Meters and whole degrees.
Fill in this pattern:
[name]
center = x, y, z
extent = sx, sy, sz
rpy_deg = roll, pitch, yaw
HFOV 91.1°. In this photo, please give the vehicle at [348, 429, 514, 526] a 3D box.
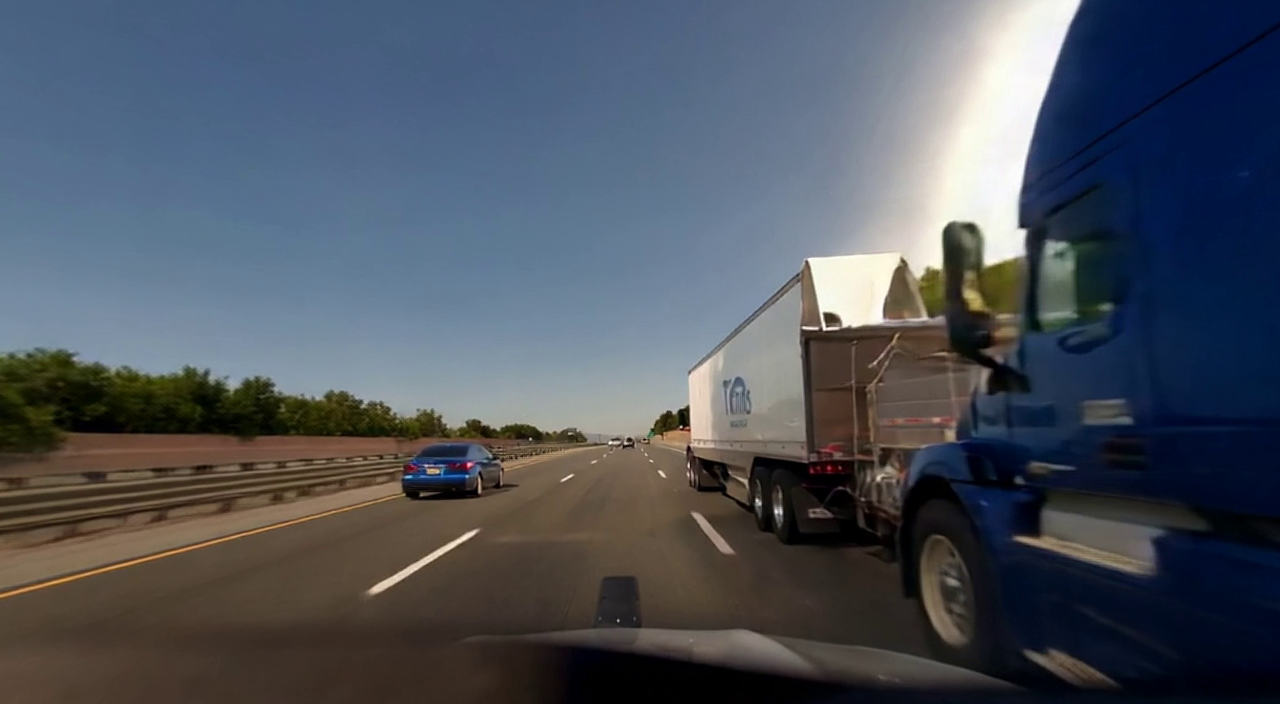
[vehicle]
center = -4.107, 2.520, 13.274
extent = 2.063, 1.661, 4.439
rpy_deg = 1, -8, -2
